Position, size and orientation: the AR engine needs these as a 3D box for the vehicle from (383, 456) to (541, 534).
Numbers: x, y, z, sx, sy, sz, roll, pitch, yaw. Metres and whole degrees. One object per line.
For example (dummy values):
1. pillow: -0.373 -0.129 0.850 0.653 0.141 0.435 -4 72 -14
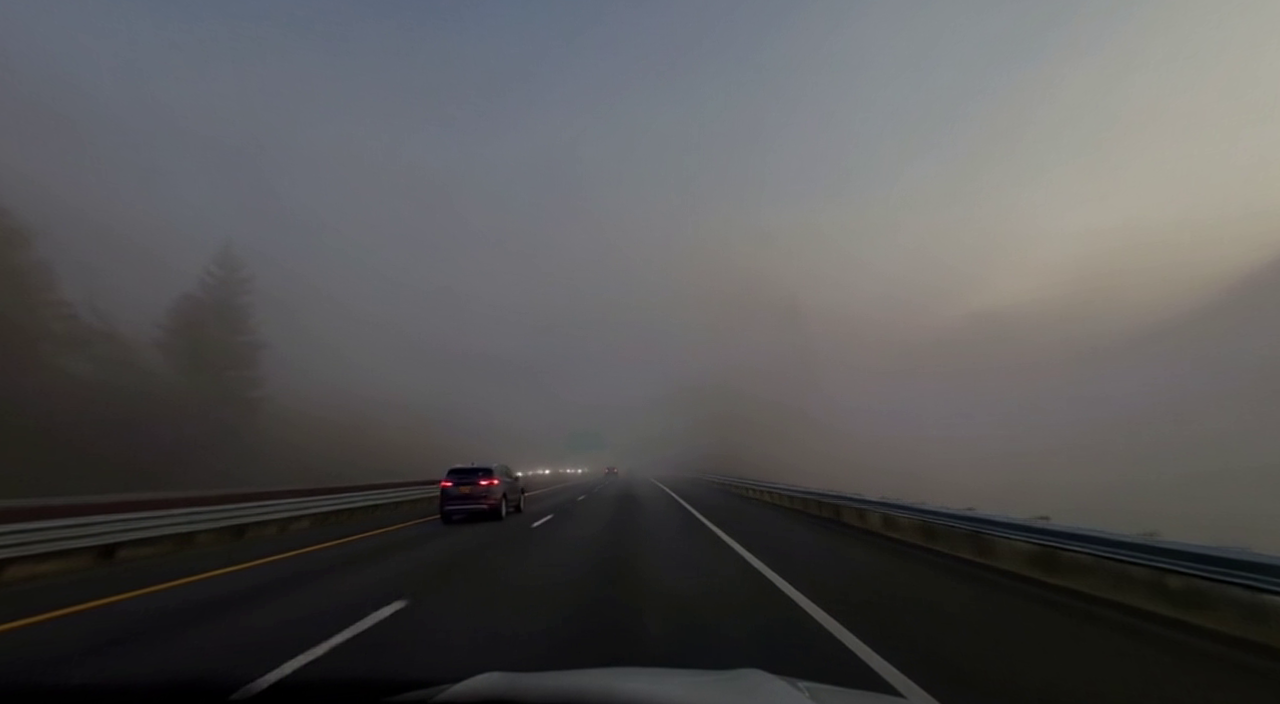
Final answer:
1. vehicle: -3.839 3.235 14.722 2.146 1.441 5.020 1 -10 1
